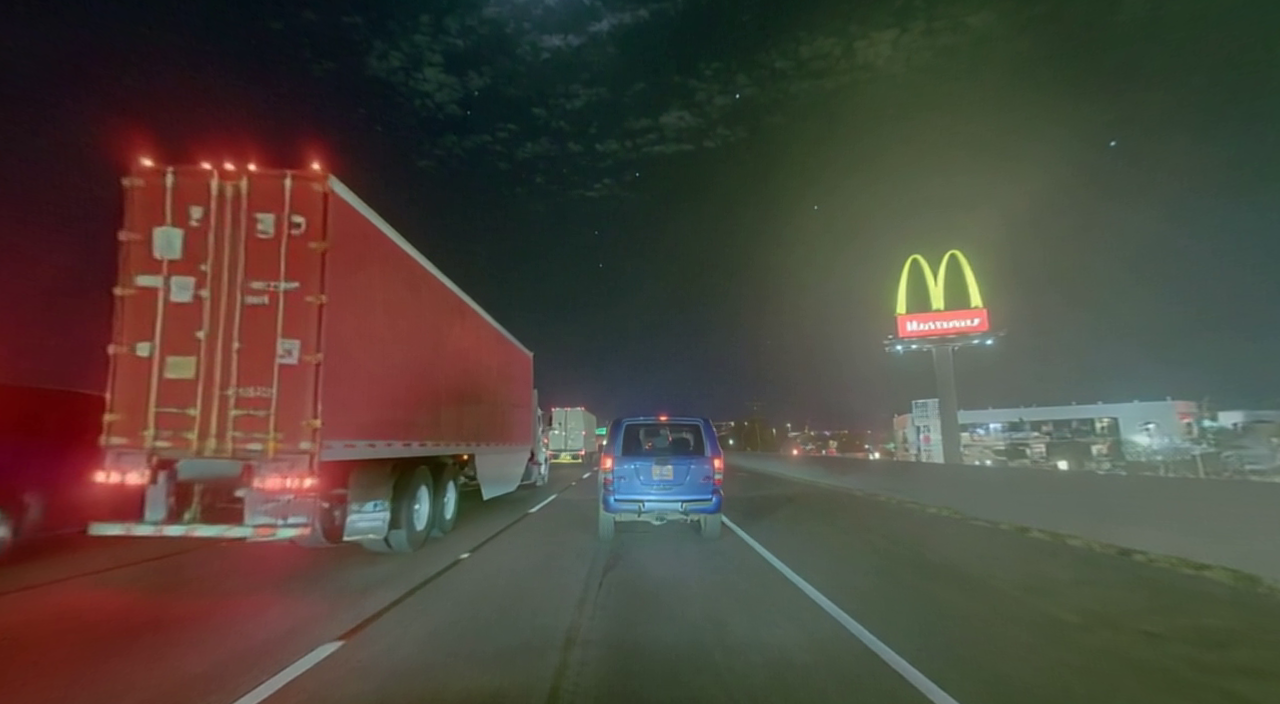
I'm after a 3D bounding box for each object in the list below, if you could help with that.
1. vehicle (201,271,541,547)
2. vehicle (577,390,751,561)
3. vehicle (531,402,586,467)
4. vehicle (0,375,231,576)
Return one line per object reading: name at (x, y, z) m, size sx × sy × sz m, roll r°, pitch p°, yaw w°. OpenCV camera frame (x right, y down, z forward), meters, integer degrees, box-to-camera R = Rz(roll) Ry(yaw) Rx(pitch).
vehicle at (-4.014, 1.315, 12.246) m, size 2.814 × 3.513 × 8.529 m, roll 0°, pitch -9°, yaw 0°
vehicle at (0.180, 1.688, 9.178) m, size 1.947 × 1.910 × 4.040 m, roll 0°, pitch -9°, yaw -3°
vehicle at (-4.992, 5.352, 40.233) m, size 2.617 × 3.604 × 9.499 m, roll 0°, pitch -9°, yaw -2°
vehicle at (-7.708, 1.397, 7.292) m, size 2.218 × 2.047 × 5.586 m, roll 0°, pitch -9°, yaw -1°
